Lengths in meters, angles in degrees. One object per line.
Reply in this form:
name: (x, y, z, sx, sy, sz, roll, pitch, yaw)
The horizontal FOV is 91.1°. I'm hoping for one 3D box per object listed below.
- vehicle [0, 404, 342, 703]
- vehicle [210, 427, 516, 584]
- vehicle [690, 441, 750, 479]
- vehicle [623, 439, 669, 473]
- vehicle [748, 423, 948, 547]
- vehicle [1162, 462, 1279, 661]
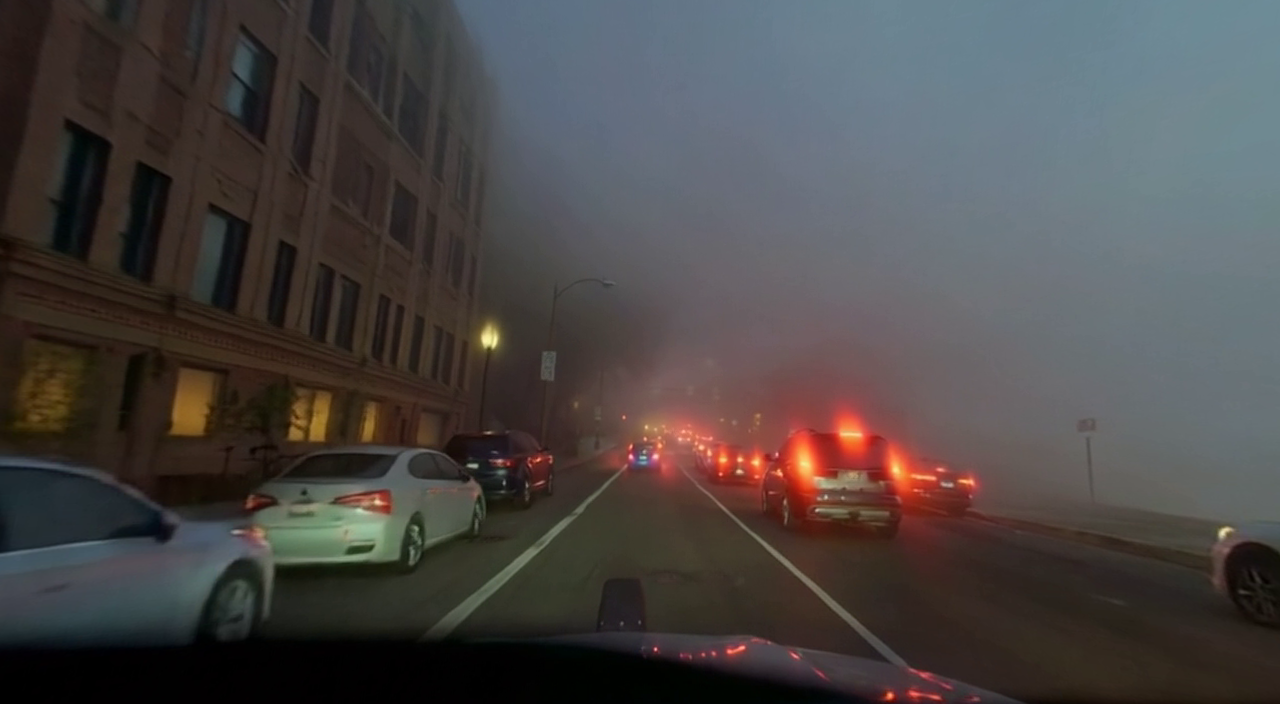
vehicle: (-3.252, 0.954, 2.423, 1.863, 1.466, 4.416, -1, -8, 3)
vehicle: (-3.038, 1.766, 8.111, 1.926, 1.456, 4.313, 0, -8, 1)
vehicle: (3.376, 4.635, 27.241, 1.966, 1.475, 4.528, 0, -8, 0)
vehicle: (0.293, 4.795, 29.154, 2.007, 1.460, 3.923, 0, -8, 1)
vehicle: (3.302, 2.204, 11.109, 2.002, 1.707, 4.547, 0, -8, 0)
vehicle: (6.354, 1.643, 4.347, 1.913, 1.624, 4.116, 0, -8, 0)
